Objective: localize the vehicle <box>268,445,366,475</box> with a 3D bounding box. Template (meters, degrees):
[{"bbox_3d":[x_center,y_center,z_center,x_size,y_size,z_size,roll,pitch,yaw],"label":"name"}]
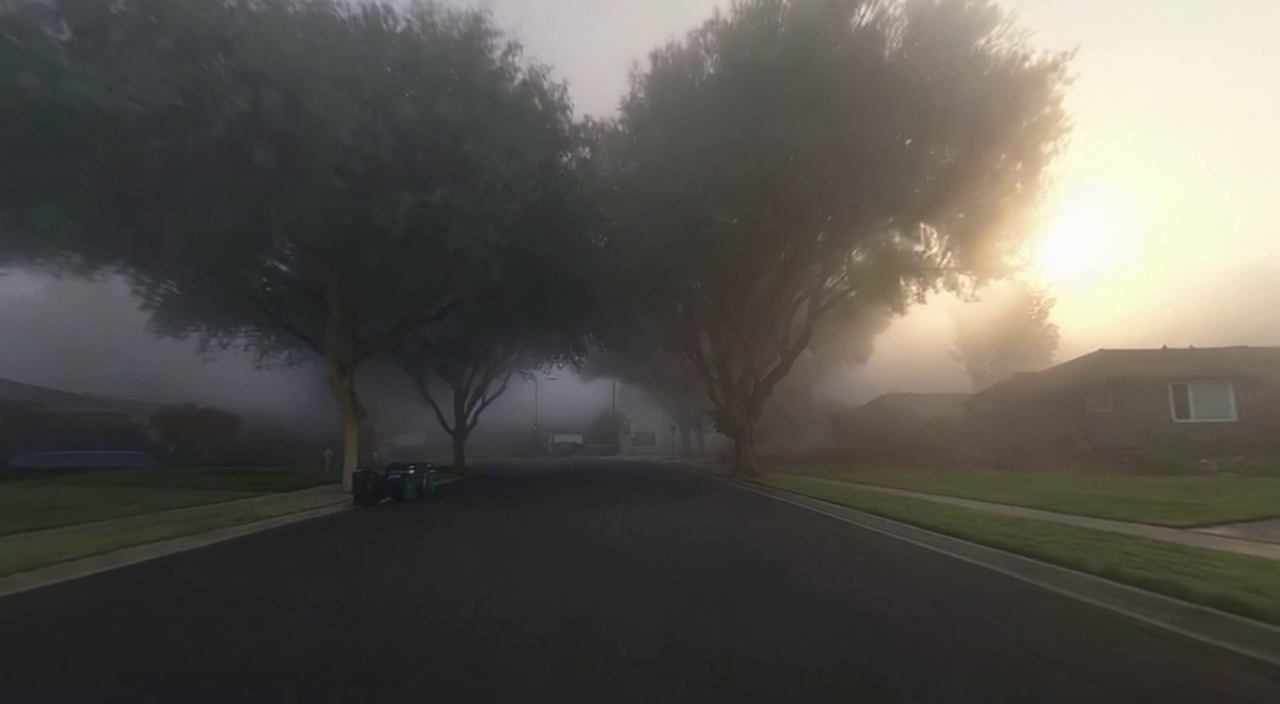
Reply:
[{"bbox_3d":[-17.952,6.016,35.284,4.307,1.508,2.072,-1,-9,-2],"label":"vehicle"}]

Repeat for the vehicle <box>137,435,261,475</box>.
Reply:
[{"bbox_3d":[-21.228,4.977,30.593,4.359,1.789,2.123,0,-9,-3],"label":"vehicle"}]
